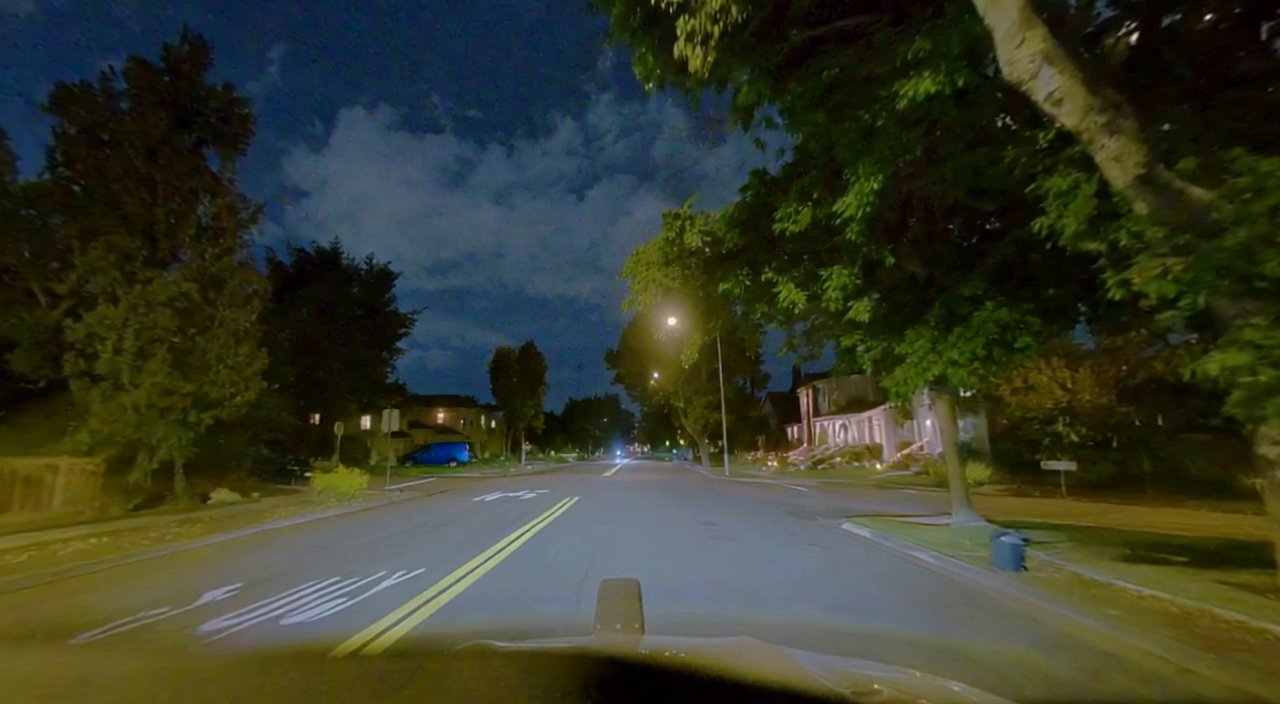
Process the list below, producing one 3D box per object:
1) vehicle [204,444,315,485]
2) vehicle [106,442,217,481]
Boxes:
[{"bbox_3d":[-17.671,5.163,29.324,4.876,1.763,2.016,-5,-10,27],"label":"vehicle"},{"bbox_3d":[-25.230,5.711,33.250,5.987,1.881,2.249,-5,-10,29],"label":"vehicle"}]
